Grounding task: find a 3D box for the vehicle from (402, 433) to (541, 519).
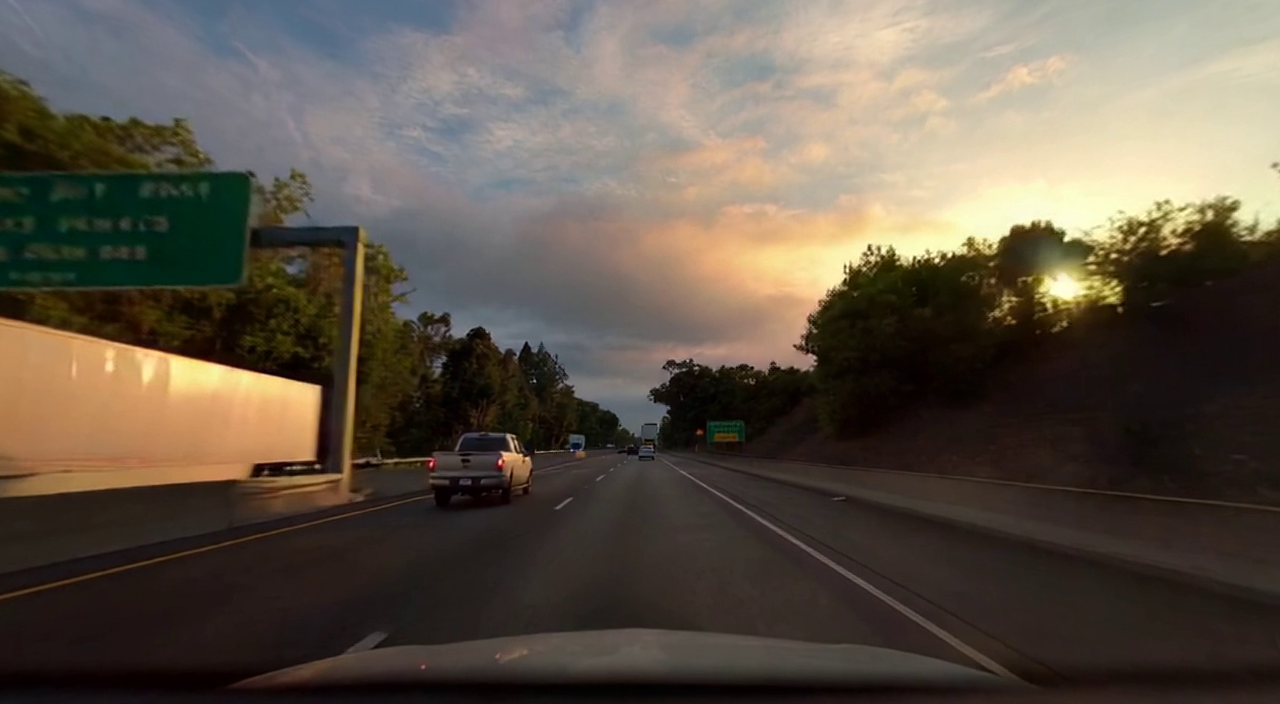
[{"bbox_3d":[-3.603,2.719,14.306,2.009,1.638,3.968,0,-9,0],"label":"vehicle"}]
